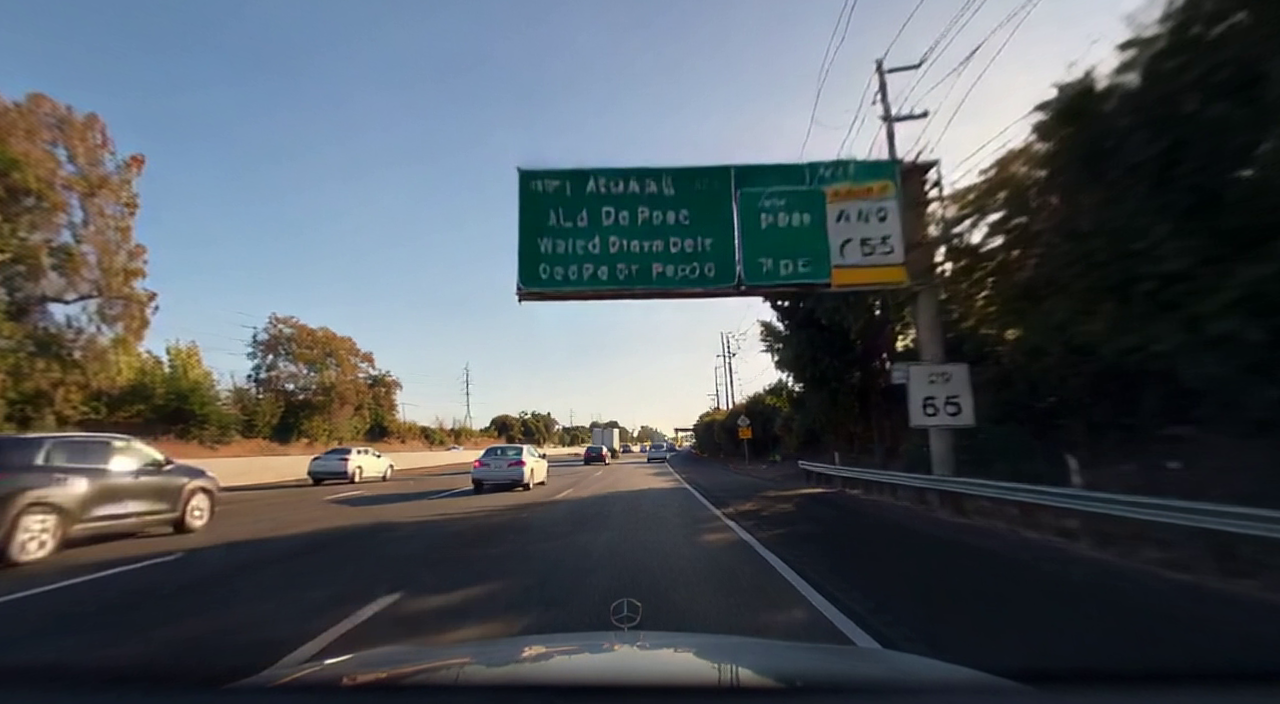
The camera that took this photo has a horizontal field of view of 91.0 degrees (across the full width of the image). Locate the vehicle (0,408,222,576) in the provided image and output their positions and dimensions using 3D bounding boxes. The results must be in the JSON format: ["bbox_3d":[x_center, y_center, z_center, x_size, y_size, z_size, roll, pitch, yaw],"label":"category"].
[{"bbox_3d":[-7.539,1.557,7.281,2.043,1.696,4.851,0,-9,0],"label":"vehicle"}]

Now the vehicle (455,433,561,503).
[{"bbox_3d":[-3.500,3.159,17.560,1.976,1.688,4.124,0,-9,1],"label":"vehicle"}]

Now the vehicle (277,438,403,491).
[{"bbox_3d":[-10.828,4.075,23.260,2.097,1.722,4.981,0,-9,1],"label":"vehicle"}]

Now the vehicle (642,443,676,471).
[{"bbox_3d":[1.234,6.656,40.137,2.038,1.677,4.219,0,-9,2],"label":"vehicle"}]
